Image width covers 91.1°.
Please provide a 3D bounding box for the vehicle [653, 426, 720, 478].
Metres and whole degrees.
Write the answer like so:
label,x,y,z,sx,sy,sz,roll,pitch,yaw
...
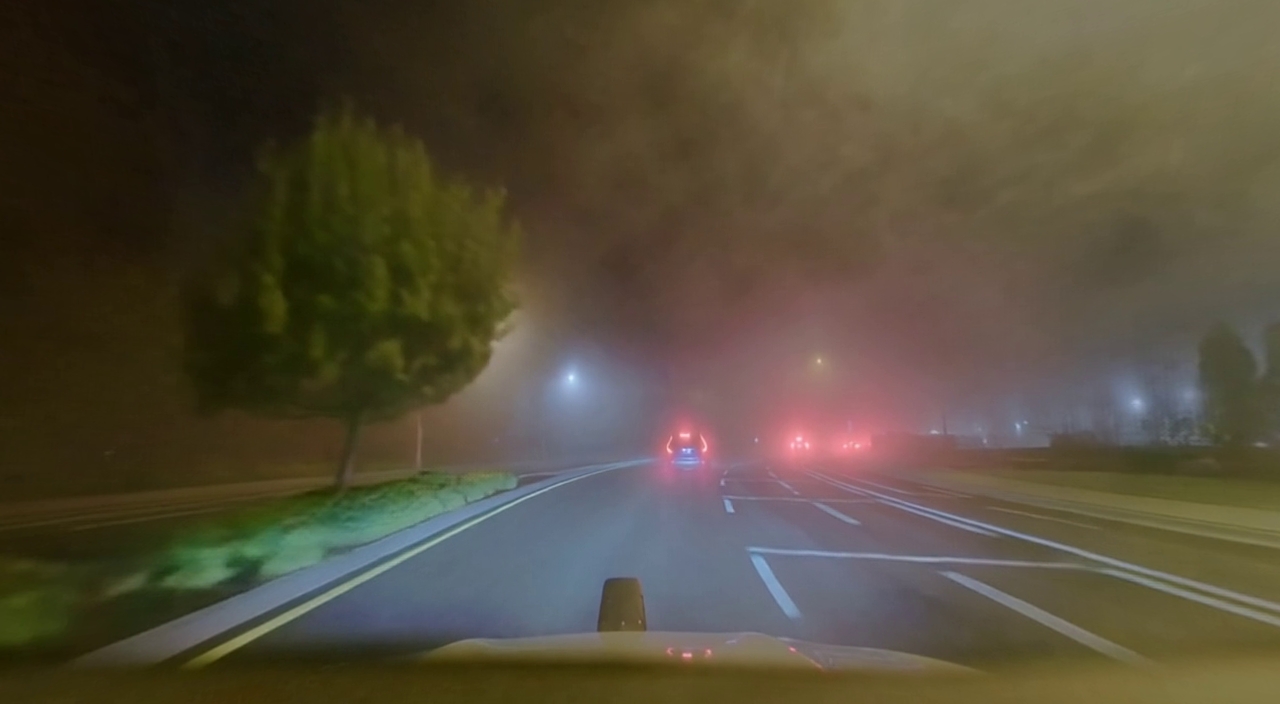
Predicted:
label,x,y,z,sx,sy,sz,roll,pitch,yaw
vehicle,2.102,4.204,26.644,2.371,1.926,5.615,-1,-9,9
